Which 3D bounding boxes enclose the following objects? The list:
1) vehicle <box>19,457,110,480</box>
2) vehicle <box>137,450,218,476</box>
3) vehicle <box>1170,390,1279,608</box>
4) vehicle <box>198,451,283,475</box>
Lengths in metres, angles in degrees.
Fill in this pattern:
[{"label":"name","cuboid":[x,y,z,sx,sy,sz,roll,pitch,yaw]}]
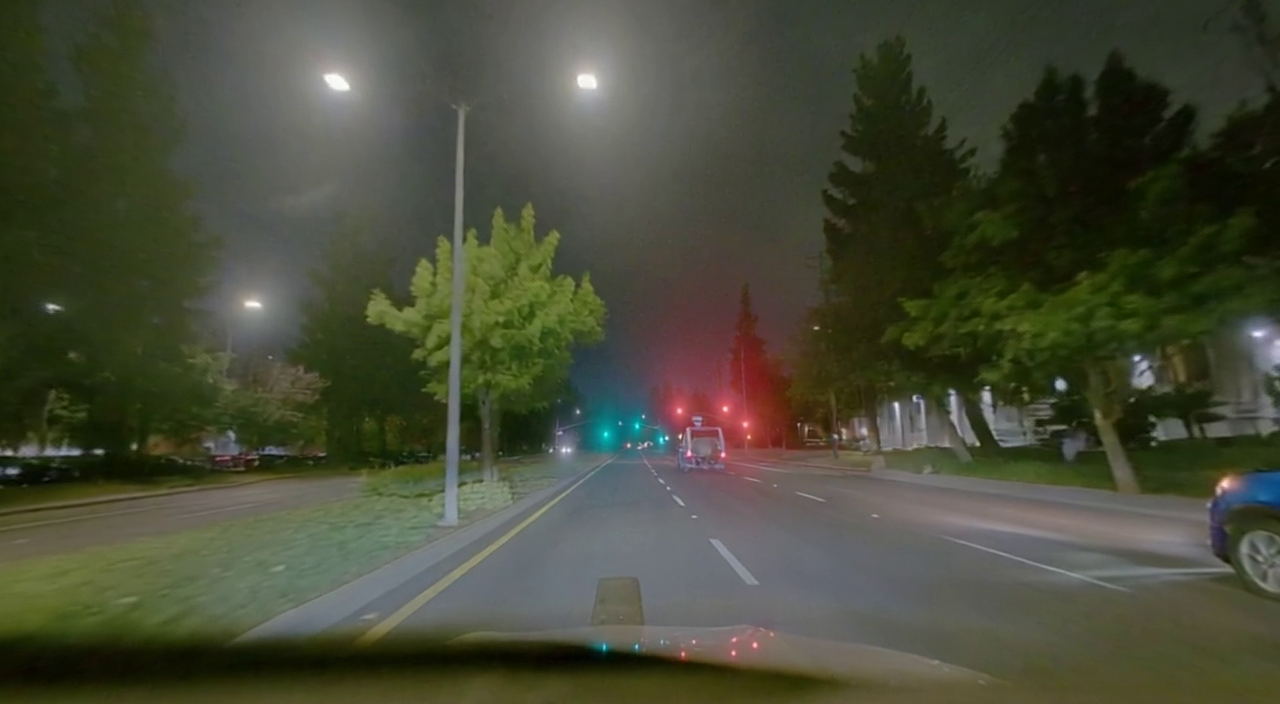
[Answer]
[{"label":"vehicle","cuboid":[-40.884,8.250,44.972,4.364,1.506,1.833,1,-8,-8]},{"label":"vehicle","cuboid":[-34.385,8.216,47.097,4.594,1.801,2.489,5,-10,-35]},{"label":"vehicle","cuboid":[6.217,0.992,3.776,2.012,1.754,4.635,0,-8,0]},{"label":"vehicle","cuboid":[-28.531,7.944,45.209,4.657,1.636,2.059,0,-8,0]}]
